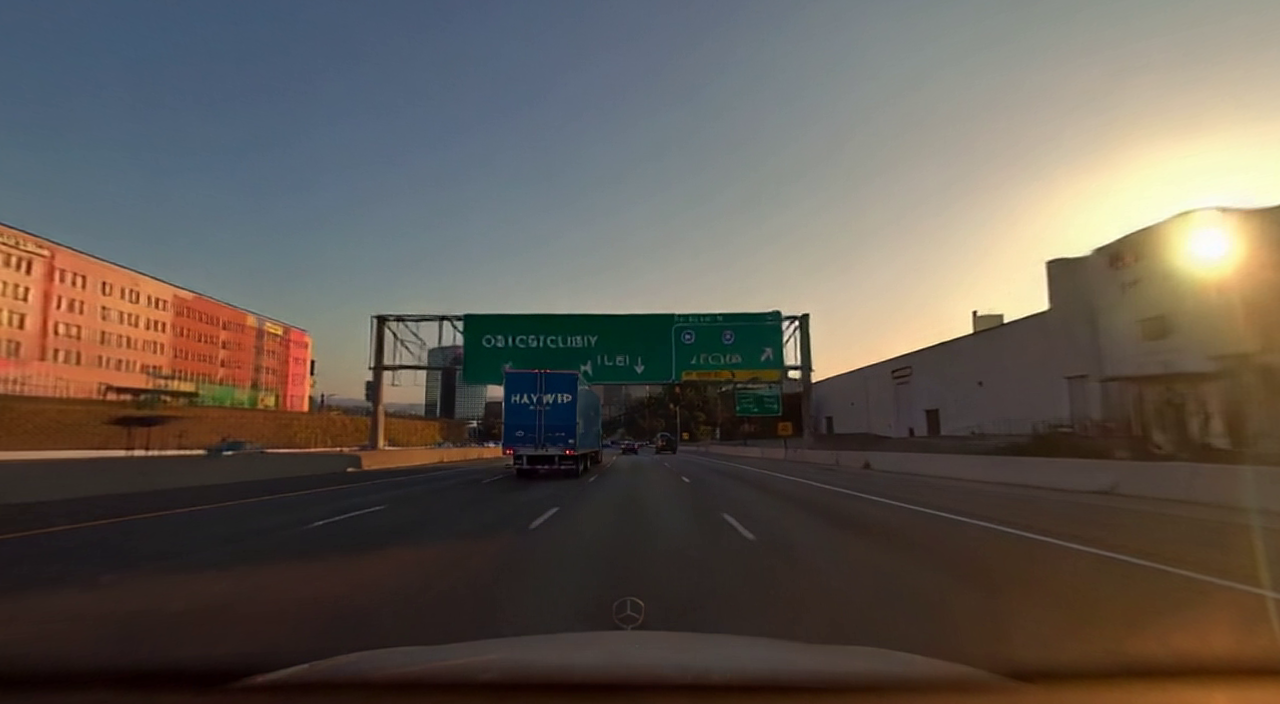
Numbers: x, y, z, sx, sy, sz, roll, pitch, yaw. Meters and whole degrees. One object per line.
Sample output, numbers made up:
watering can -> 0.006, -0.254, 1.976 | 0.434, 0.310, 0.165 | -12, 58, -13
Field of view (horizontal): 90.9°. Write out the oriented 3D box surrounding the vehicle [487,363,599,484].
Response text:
vehicle -> -3.622, 2.924, 26.101 | 2.977, 4.048, 8.890 | 2, -6, 1

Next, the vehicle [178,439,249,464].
vehicle -> -29.530, 6.889, 43.829 | 1.757, 1.592, 4.390 | -1, -8, 3
